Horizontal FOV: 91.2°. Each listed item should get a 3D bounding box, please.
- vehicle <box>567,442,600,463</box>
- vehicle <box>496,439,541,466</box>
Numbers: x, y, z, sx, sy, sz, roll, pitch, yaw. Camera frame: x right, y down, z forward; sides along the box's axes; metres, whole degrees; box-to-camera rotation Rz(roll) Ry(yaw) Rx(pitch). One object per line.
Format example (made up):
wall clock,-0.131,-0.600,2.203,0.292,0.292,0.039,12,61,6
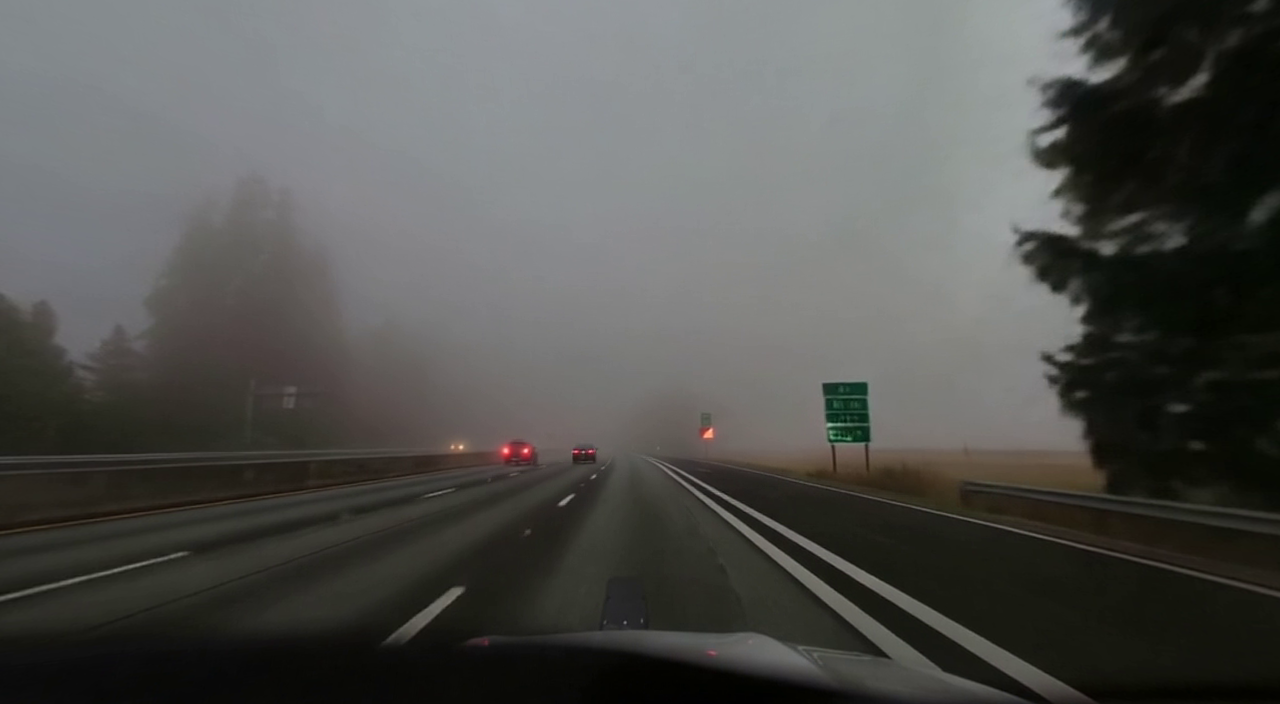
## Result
vehicle,-4.106,7.400,46.323,2.075,1.516,4.212,0,-8,-1
vehicle,-7.911,6.564,41.249,2.080,1.632,4.332,0,-8,-1
